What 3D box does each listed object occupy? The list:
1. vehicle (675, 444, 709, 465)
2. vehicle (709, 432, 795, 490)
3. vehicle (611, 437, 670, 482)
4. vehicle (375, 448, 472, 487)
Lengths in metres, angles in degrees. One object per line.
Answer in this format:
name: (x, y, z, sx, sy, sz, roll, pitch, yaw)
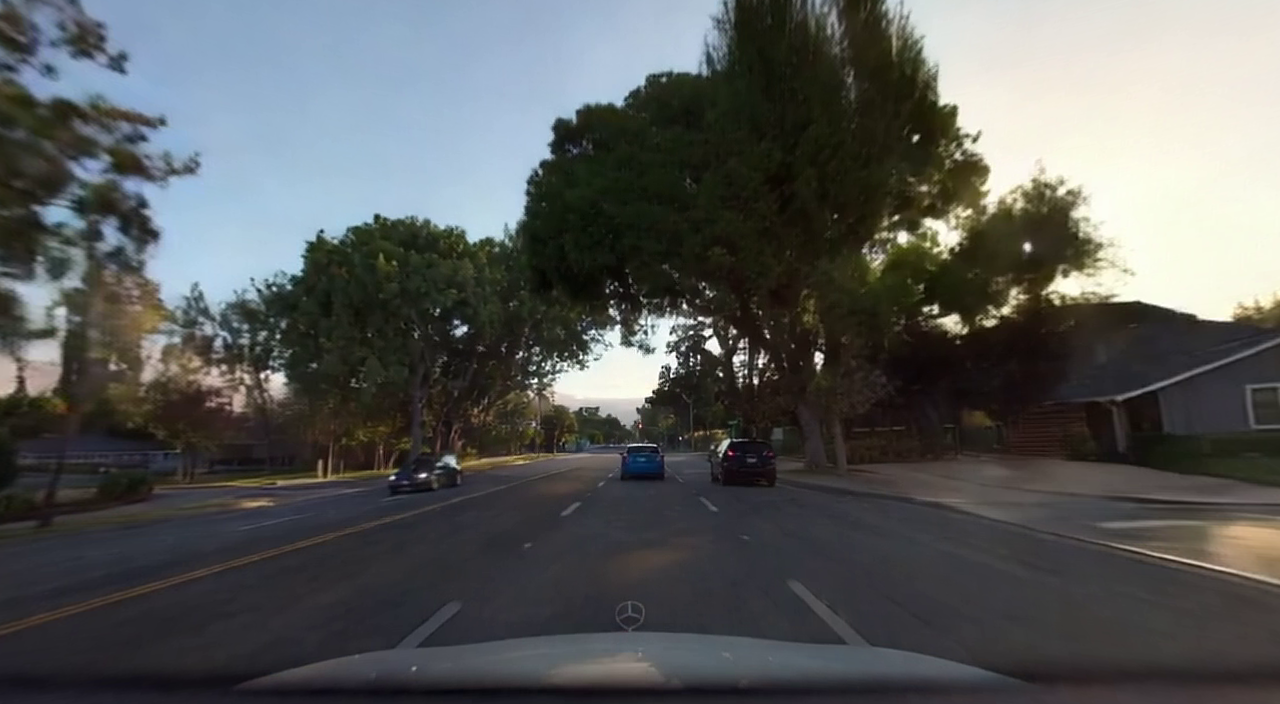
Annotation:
vehicle: (3.684, 7.380, 45.544, 2.099, 1.463, 4.130, 0, -8, 0)
vehicle: (3.592, 3.605, 21.117, 2.024, 1.711, 4.512, 0, -8, 0)
vehicle: (0.048, 4.339, 25.672, 2.200, 1.653, 4.127, 0, -8, 1)
vehicle: (-10.998, 5.882, 32.121, 4.296, 1.611, 1.942, -6, -10, 12)
